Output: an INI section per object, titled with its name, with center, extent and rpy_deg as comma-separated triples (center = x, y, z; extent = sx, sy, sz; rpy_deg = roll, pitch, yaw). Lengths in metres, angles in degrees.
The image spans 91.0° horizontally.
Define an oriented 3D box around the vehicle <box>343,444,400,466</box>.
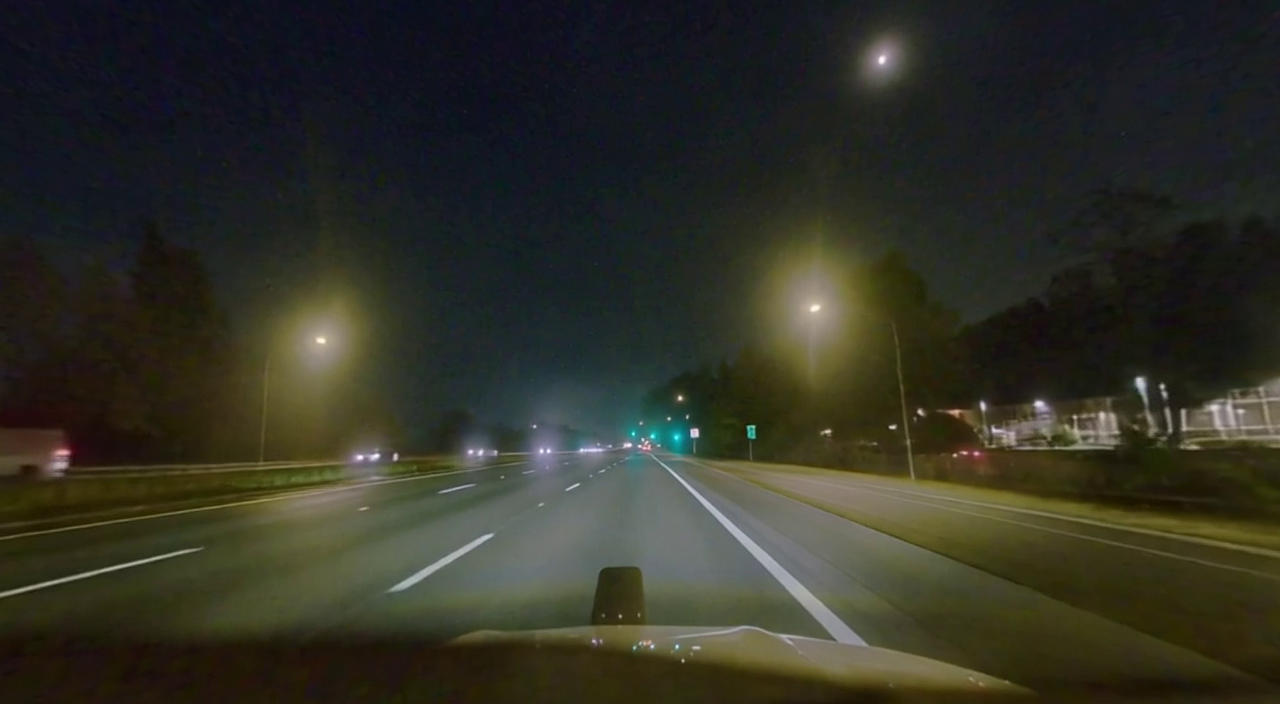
[vehicle]
center = -19.298, 7.426, 45.477
extent = 1.982, 1.495, 4.441
rpy_deg = 0, -9, 2
